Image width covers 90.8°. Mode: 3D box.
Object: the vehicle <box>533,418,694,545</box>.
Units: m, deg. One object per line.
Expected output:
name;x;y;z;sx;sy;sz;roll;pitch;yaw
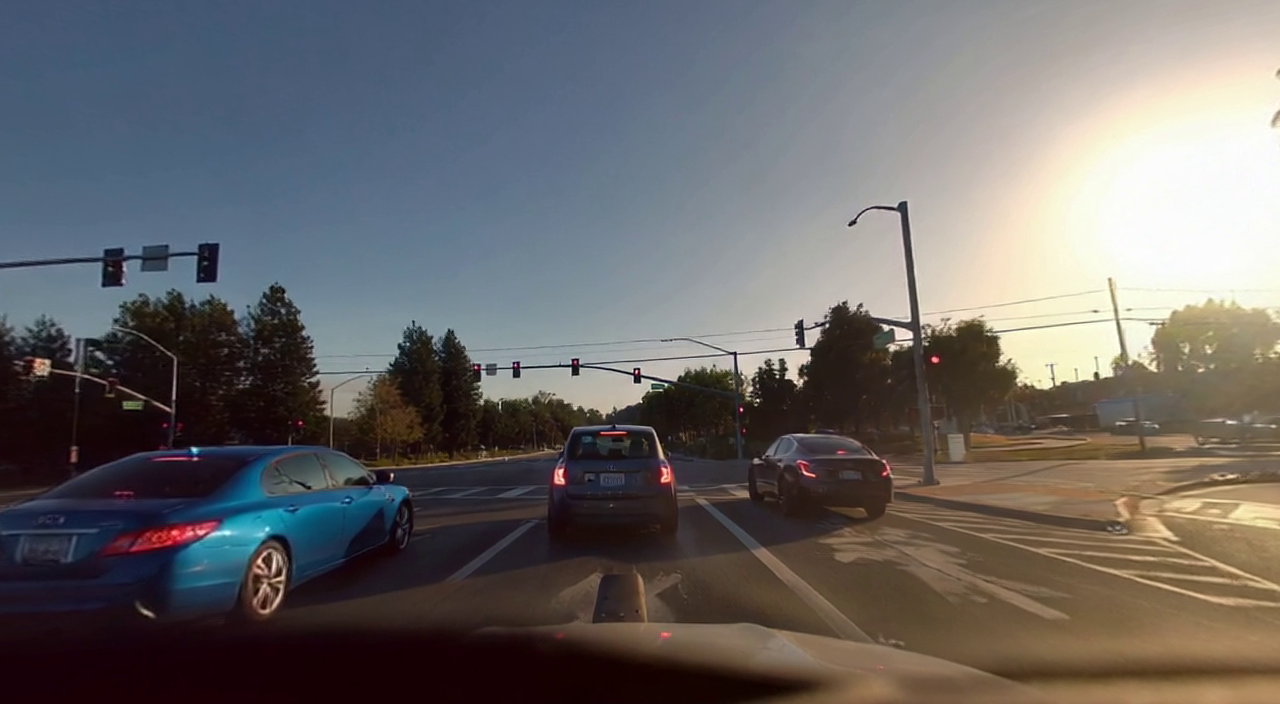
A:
vehicle;-0.351;1.929;10.003;2.038;1.599;3.844;0;-8;0

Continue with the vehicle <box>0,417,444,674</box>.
vehicle;-3.584;1.455;5.962;2.052;1.472;4.479;0;-8;0

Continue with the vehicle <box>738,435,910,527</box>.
vehicle;3.271;2.382;12.293;1.970;1.449;4.433;0;-8;-1
